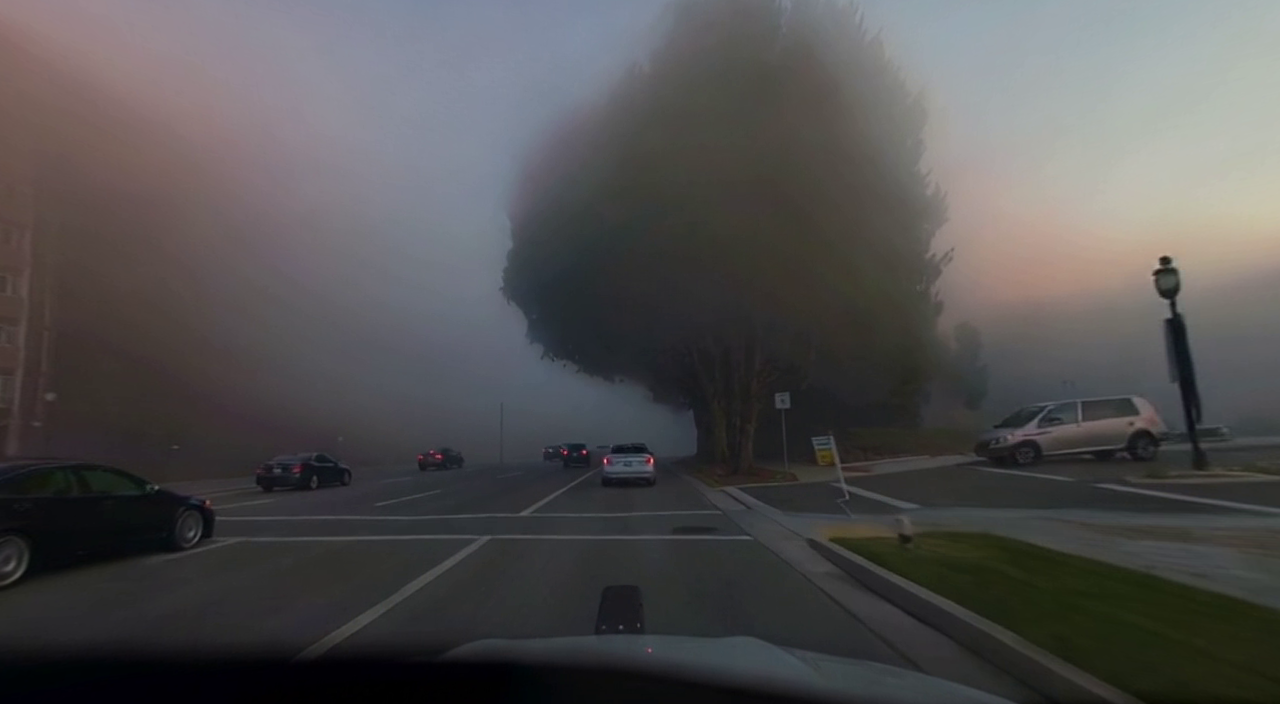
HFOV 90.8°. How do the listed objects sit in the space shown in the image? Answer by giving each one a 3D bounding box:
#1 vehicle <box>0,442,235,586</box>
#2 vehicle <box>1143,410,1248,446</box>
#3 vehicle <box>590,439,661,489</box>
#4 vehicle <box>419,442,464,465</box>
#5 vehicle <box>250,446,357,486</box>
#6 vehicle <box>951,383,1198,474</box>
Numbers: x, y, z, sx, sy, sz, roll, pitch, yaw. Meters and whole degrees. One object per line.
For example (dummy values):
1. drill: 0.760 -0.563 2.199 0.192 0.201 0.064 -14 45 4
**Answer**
1. vehicle: -7.446 1.846 7.794 1.906 1.449 4.576 0 -8 -1
2. vehicle: 28.100 3.850 31.987 3.745 1.450 1.750 -5 -6 -6
3. vehicle: -0.474 3.624 20.825 2.099 1.469 4.389 0 -8 -1
4. vehicle: -14.965 7.682 47.889 2.064 1.686 4.380 0 -8 -1
5. vehicle: -13.754 4.664 26.189 2.024 1.484 4.592 0 -8 -2
6. vehicle: 12.532 2.252 18.568 5.253 2.014 2.666 -5 -7 -5
